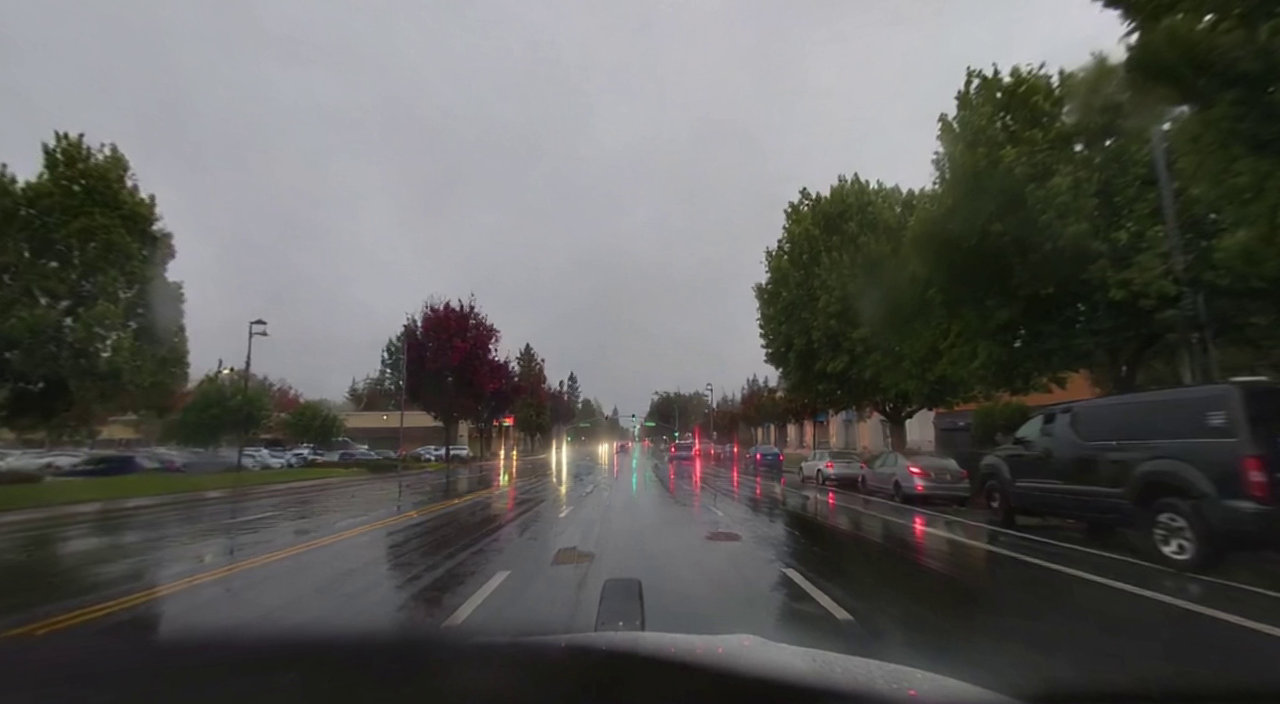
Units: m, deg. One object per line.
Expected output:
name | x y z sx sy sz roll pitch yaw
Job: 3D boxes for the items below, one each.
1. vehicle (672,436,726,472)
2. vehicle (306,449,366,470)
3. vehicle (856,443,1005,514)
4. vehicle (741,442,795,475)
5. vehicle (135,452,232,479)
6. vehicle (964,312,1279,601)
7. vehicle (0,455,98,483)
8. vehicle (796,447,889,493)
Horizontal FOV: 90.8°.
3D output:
vehicle | 3.098 5.496 34.320 2.293 1.814 4.589 0 -8 -2
vehicle | -23.882 8.466 49.782 1.768 1.429 4.423 -2 -8 13
vehicle | 7.178 3.130 16.161 1.812 1.548 4.021 0 -8 -1
vehicle | 7.096 5.904 35.444 1.994 1.691 4.472 0 -8 -2
vehicle | -29.656 7.376 41.254 4.702 1.535 2.292 4 -9 -26
vehicle | 7.228 1.375 8.661 2.376 2.706 5.809 0 -8 -1
vehicle | -35.847 7.017 38.032 4.476 1.501 1.927 5 -10 -30
vehicle | 7.198 4.209 22.966 1.852 1.448 4.446 0 -8 -1
